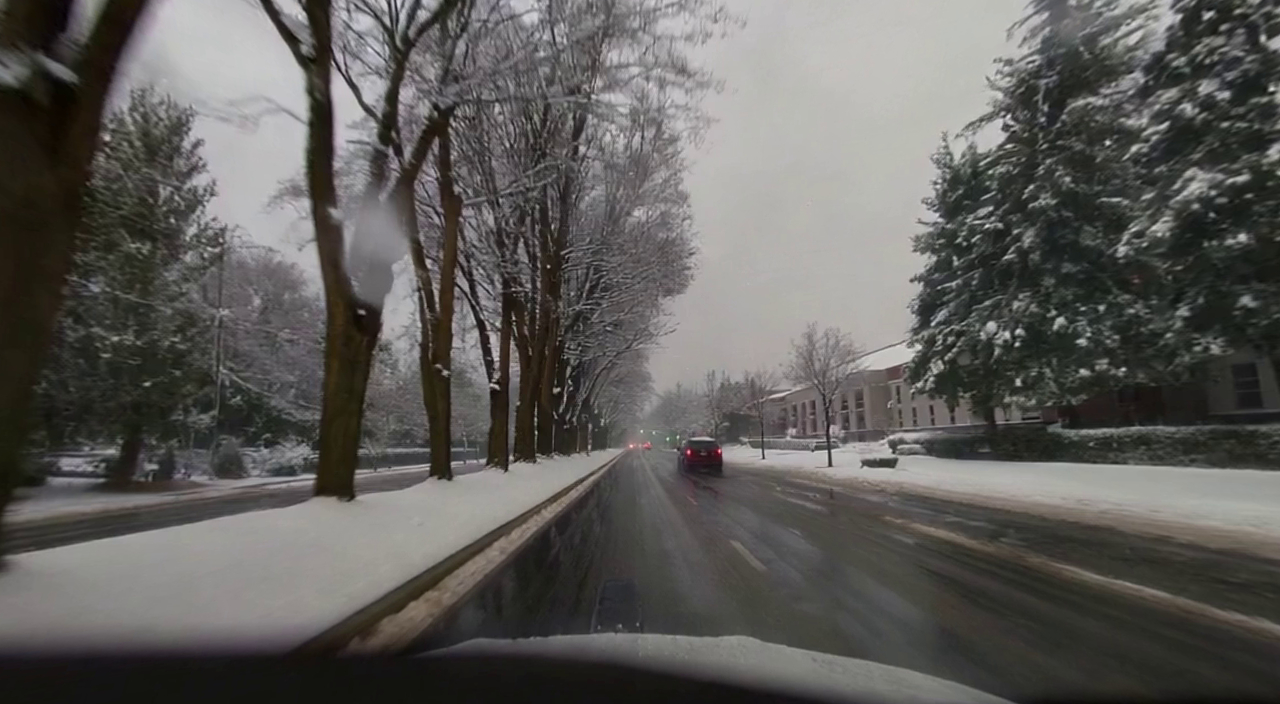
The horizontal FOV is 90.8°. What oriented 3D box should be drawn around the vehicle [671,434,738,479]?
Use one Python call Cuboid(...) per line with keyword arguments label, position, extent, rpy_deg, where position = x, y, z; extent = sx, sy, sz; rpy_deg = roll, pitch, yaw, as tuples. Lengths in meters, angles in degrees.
Cuboid(label="vehicle", position=(2.636, 4.408, 26.949), extent=(2.240, 1.740, 4.605), rpy_deg=(0, -8, -2))
